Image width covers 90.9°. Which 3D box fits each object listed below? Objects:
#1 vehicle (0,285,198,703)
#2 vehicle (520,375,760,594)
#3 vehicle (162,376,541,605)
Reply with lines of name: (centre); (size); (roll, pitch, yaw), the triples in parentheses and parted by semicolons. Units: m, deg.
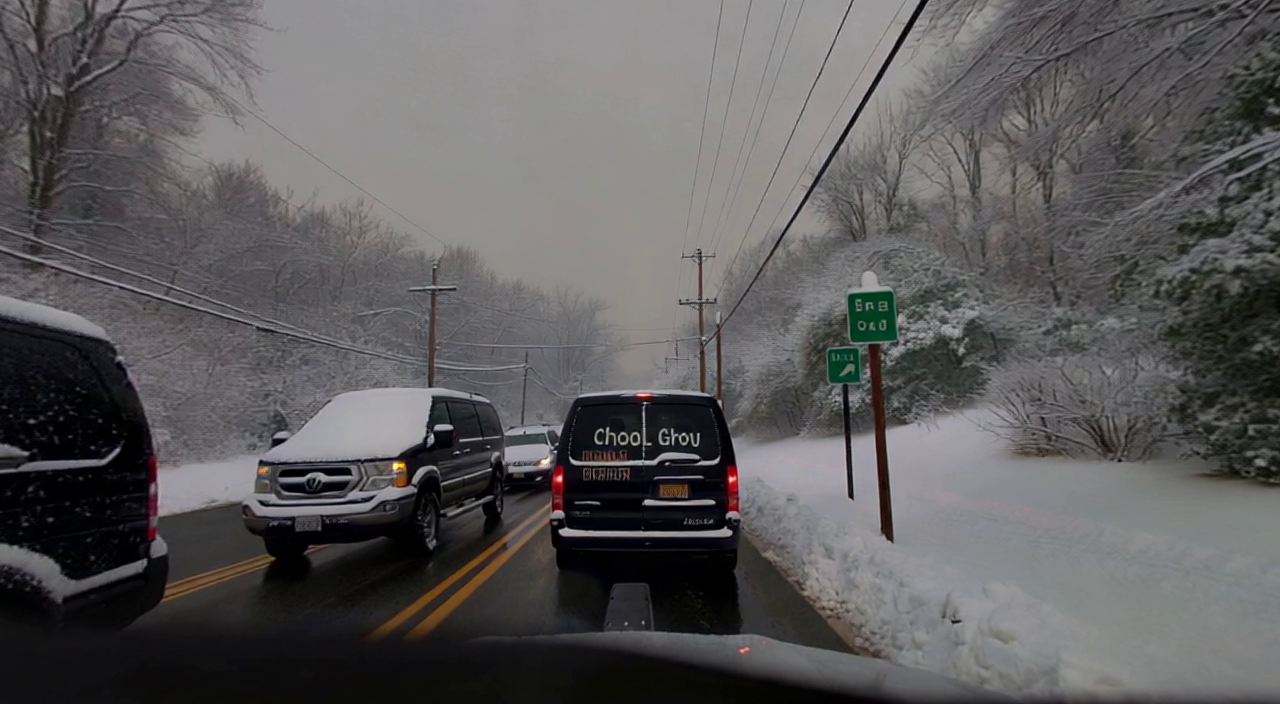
vehicle: (-3.118, 0.447, 0.250); (2.160, 1.796, 4.997); (0, -8, 1)
vehicle: (0.110, 1.466, 7.698); (2.117, 1.911, 4.095); (-1, -8, 3)
vehicle: (-2.754, 1.478, 7.609); (2.109, 1.851, 4.749); (-1, -8, 3)
